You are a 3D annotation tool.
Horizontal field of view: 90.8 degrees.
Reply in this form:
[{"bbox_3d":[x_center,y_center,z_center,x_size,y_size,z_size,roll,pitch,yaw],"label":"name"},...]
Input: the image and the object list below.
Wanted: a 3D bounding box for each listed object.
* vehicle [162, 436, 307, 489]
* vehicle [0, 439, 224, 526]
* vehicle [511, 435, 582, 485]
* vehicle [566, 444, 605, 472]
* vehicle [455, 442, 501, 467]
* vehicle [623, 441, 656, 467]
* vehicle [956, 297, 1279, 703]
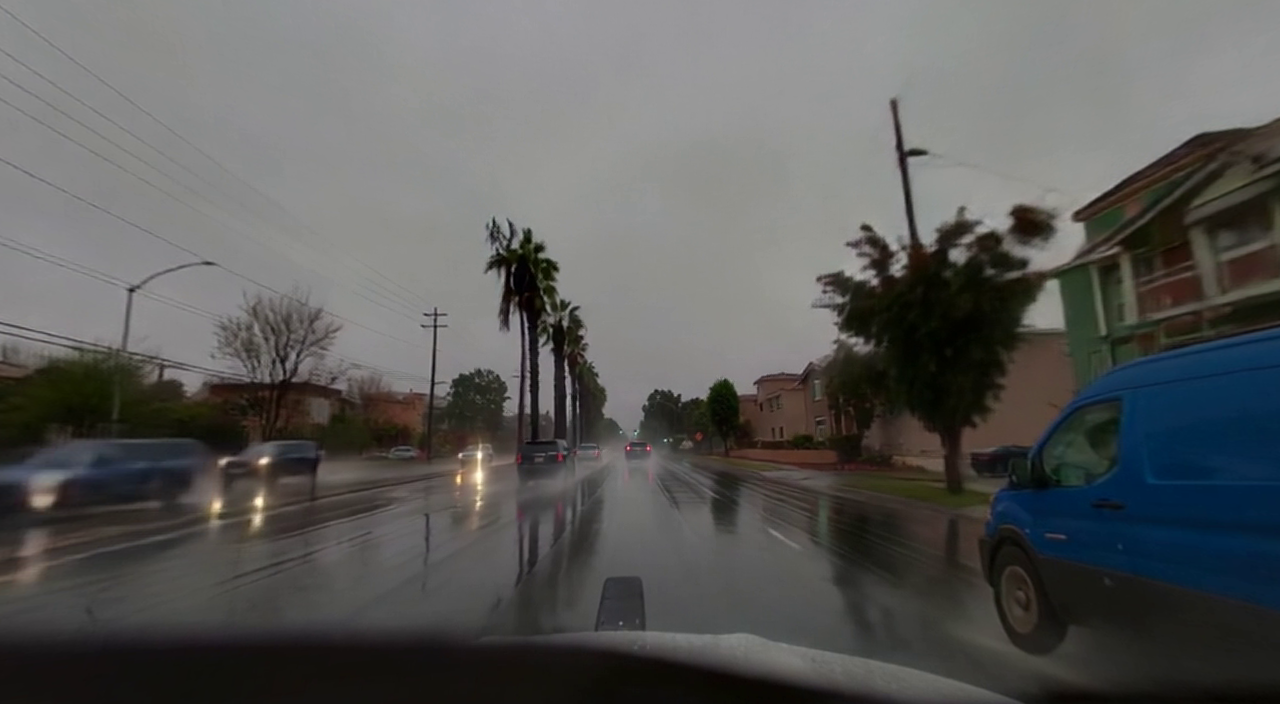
[{"bbox_3d":[-18.666,5.098,29.640,2.694,2.177,6.297,0,-9,-1],"label":"vehicle"},{"bbox_3d":[-11.881,2.803,14.219,1.989,1.631,4.500,0,-8,-1],"label":"vehicle"},{"bbox_3d":[-3.413,4.042,23.861,1.967,1.703,4.157,0,-8,1],"label":"vehicle"},{"bbox_3d":[-3.013,5.957,35.718,1.869,1.454,4.142,0,-8,-1],"label":"vehicle"},{"bbox_3d":[-12.171,7.716,47.863,2.242,1.770,4.782,0,-9,0],"label":"vehicle"},{"bbox_3d":[-0.078,7.168,44.611,2.191,1.761,3.857,0,-8,-2],"label":"vehicle"},{"bbox_3d":[3.683,0.755,2.599,2.234,1.912,4.847,0,-9,0],"label":"vehicle"}]
